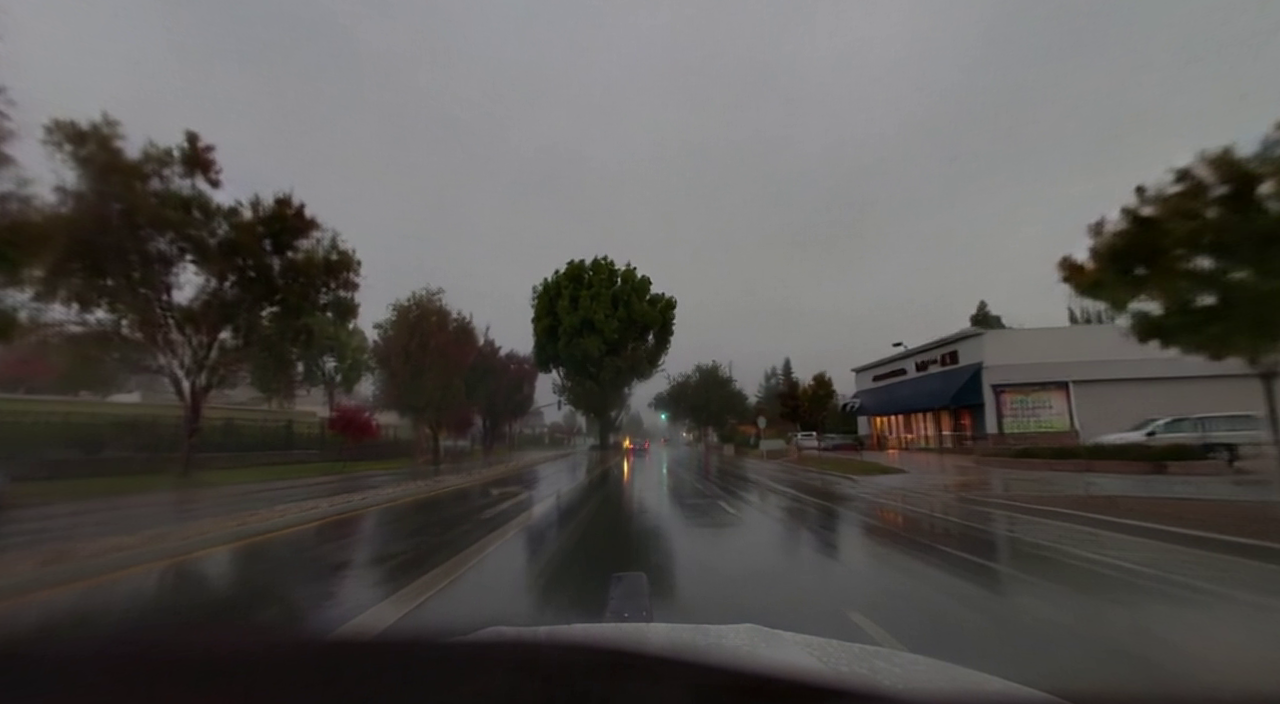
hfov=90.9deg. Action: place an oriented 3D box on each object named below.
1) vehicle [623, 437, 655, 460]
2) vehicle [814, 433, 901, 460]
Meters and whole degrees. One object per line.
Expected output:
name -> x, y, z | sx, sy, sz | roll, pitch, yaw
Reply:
vehicle -> -0.032, 7.125, 46.695 | 2.196, 1.646, 4.109 | 0, -8, 2
vehicle -> 14.128, 6.117, 41.027 | 5.001, 1.554, 1.961 | -3, -8, 31
